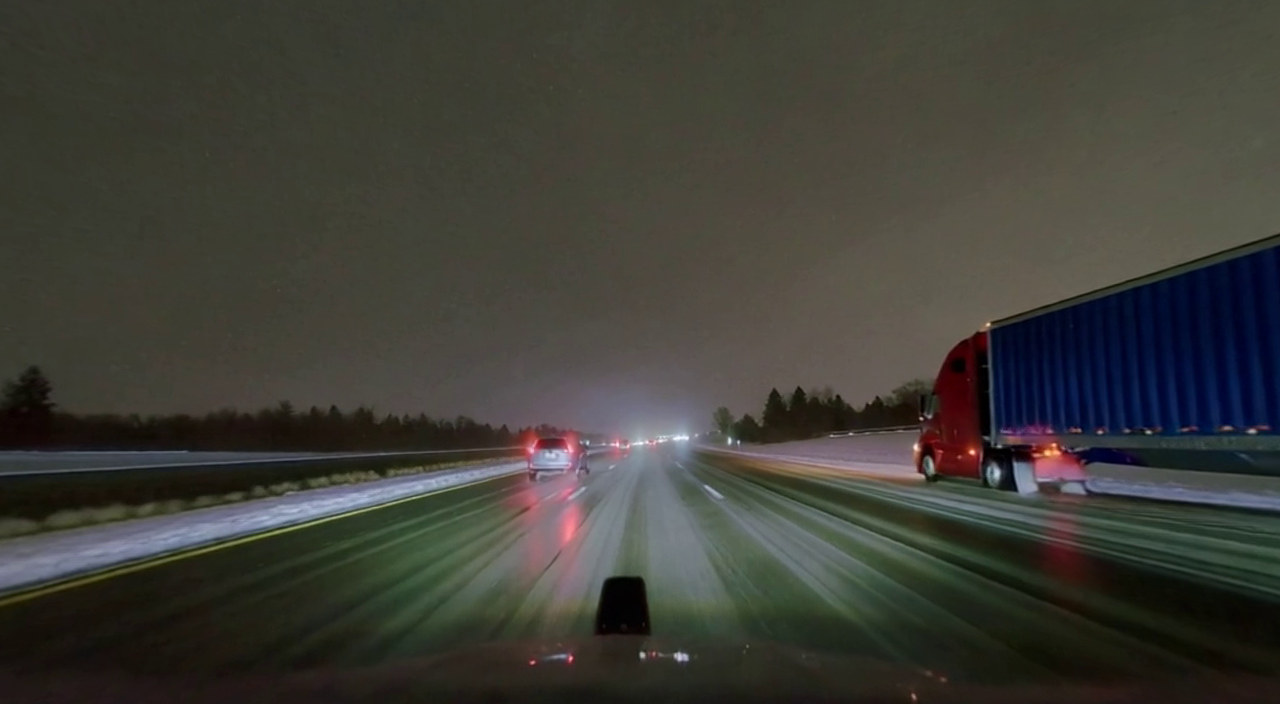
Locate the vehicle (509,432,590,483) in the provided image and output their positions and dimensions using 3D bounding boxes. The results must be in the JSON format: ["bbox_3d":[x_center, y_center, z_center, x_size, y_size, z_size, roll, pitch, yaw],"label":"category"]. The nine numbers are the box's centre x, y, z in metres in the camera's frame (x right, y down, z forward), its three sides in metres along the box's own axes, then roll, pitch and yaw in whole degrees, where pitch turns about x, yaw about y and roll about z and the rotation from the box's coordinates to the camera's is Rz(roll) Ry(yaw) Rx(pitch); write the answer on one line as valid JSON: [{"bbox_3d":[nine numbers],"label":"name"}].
[{"bbox_3d":[-3.062,3.687,22.412,2.053,1.587,4.855,0,-8,2],"label":"vehicle"}]
